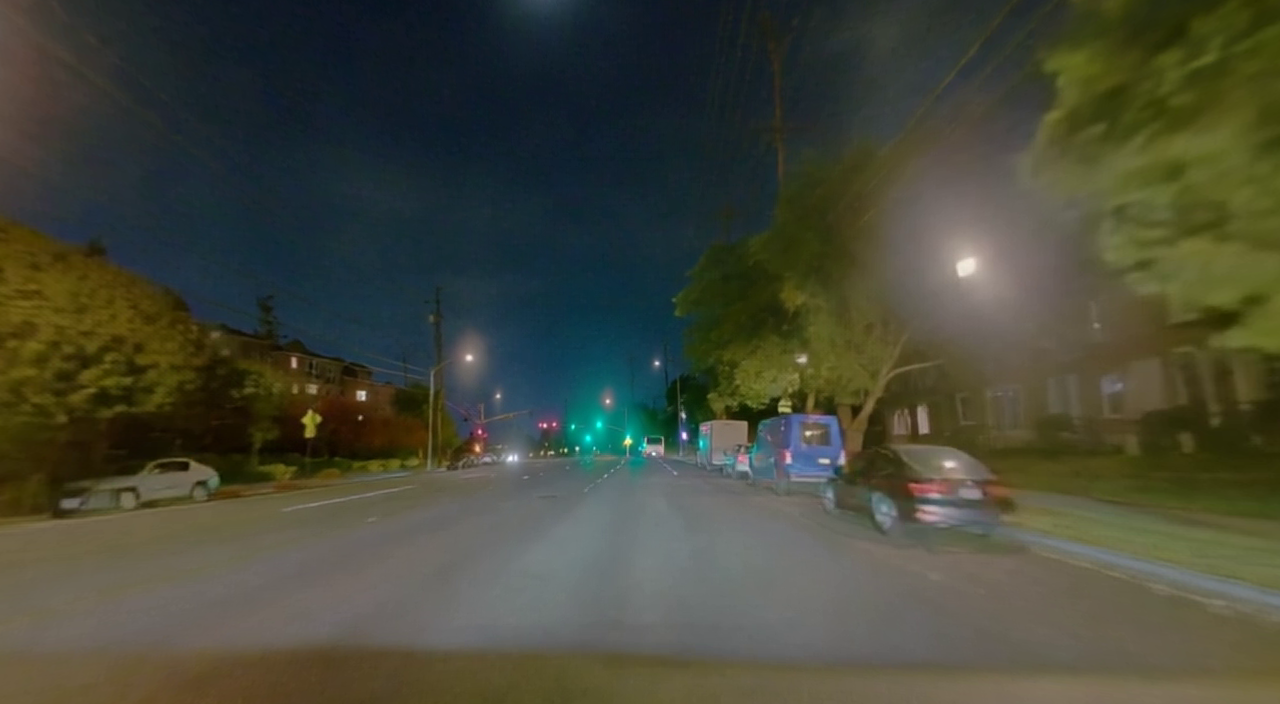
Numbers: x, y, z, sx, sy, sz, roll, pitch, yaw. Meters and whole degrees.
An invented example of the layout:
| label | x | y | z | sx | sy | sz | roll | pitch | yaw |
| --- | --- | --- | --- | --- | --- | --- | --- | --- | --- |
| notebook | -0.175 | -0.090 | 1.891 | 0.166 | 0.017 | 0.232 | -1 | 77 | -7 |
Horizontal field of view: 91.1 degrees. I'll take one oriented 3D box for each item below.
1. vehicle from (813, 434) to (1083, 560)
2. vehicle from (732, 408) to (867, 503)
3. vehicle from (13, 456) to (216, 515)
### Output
| label | x | y | z | sx | sy | sz | roll | pitch | yaw |
| --- | --- | --- | --- | --- | --- | --- | --- | --- | --- |
| vehicle | 4.205 | 2.037 | 9.611 | 1.804 | 1.432 | 4.594 | 0 | -9 | 0 |
| vehicle | 4.105 | 2.827 | 17.475 | 2.293 | 2.171 | 5.871 | 0 | -9 | 1 |
| vehicle | -15.289 | 3.855 | 18.704 | 1.944 | 1.454 | 4.581 | 0 | -9 | 2 |
